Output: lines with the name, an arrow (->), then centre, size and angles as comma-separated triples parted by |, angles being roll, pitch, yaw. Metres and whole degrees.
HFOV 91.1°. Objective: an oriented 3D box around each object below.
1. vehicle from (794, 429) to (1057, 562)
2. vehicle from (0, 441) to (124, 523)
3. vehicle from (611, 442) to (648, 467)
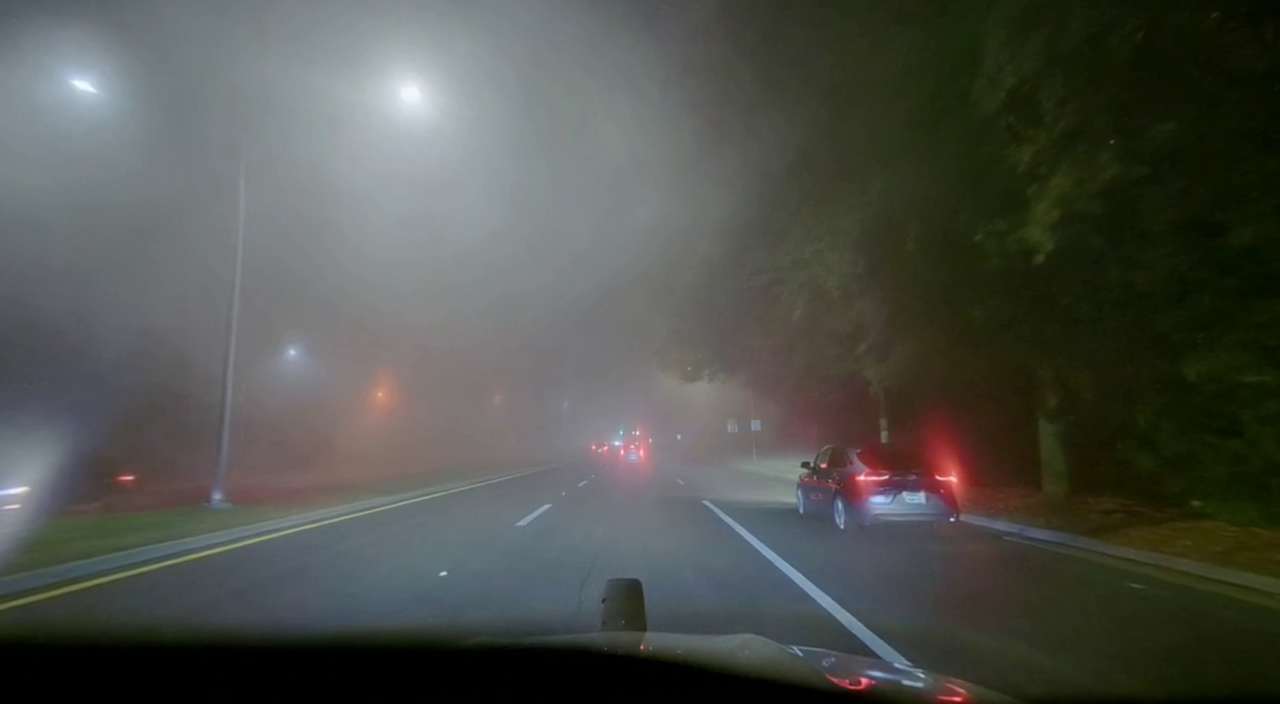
vehicle -> 3.850, 1.993, 9.493 | 1.913, 1.516, 4.322 | 0, -8, 0
vehicle -> -14.422, 2.846, 13.935 | 2.010, 1.688, 4.514 | 0, -8, 0
vehicle -> -0.620, 6.696, 41.209 | 2.095, 1.548, 4.264 | -1, -8, 3
